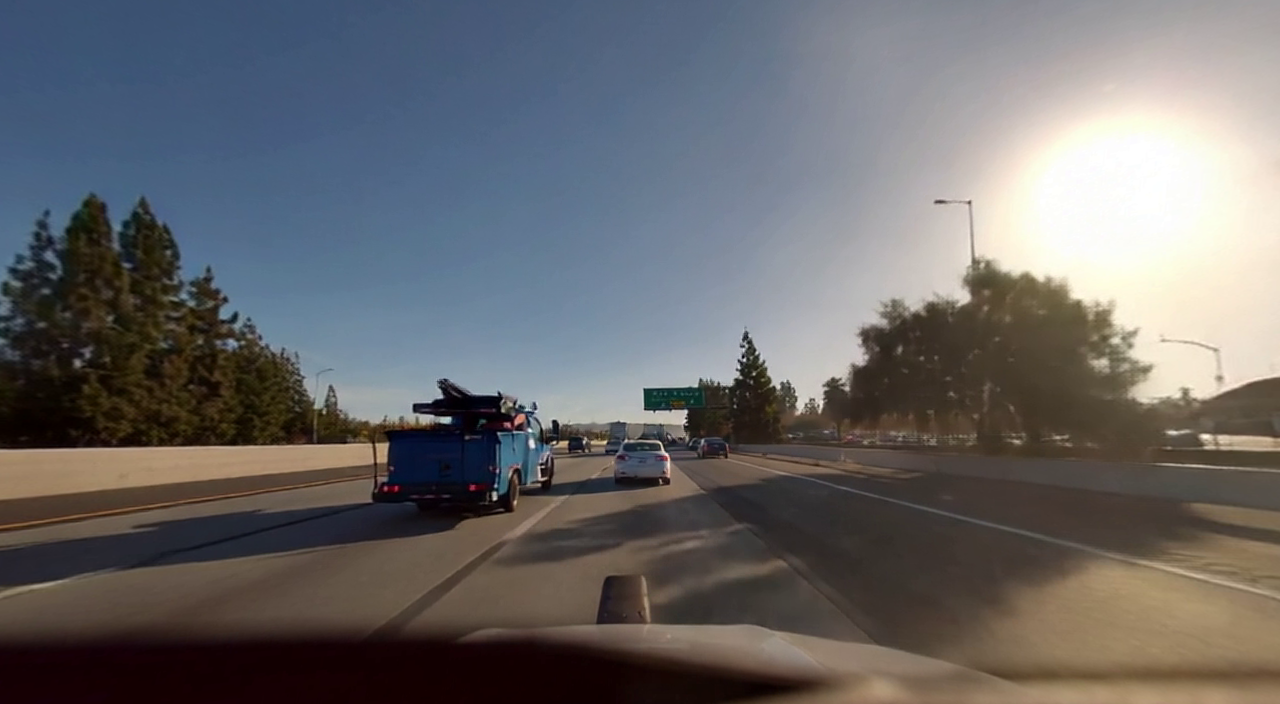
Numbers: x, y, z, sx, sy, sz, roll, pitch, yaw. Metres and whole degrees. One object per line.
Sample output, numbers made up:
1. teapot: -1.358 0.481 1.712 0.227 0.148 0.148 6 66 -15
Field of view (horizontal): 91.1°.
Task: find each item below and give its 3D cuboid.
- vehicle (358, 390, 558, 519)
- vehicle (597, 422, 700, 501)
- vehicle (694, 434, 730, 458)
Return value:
1. vehicle: -3.395 2.109 13.303 2.526 2.146 5.594 0 -8 0
2. vehicle: 0.185 2.650 15.535 2.165 1.653 4.456 0 -8 0
3. vehicle: 5.053 6.653 44.466 2.079 1.656 4.506 0 -8 1
